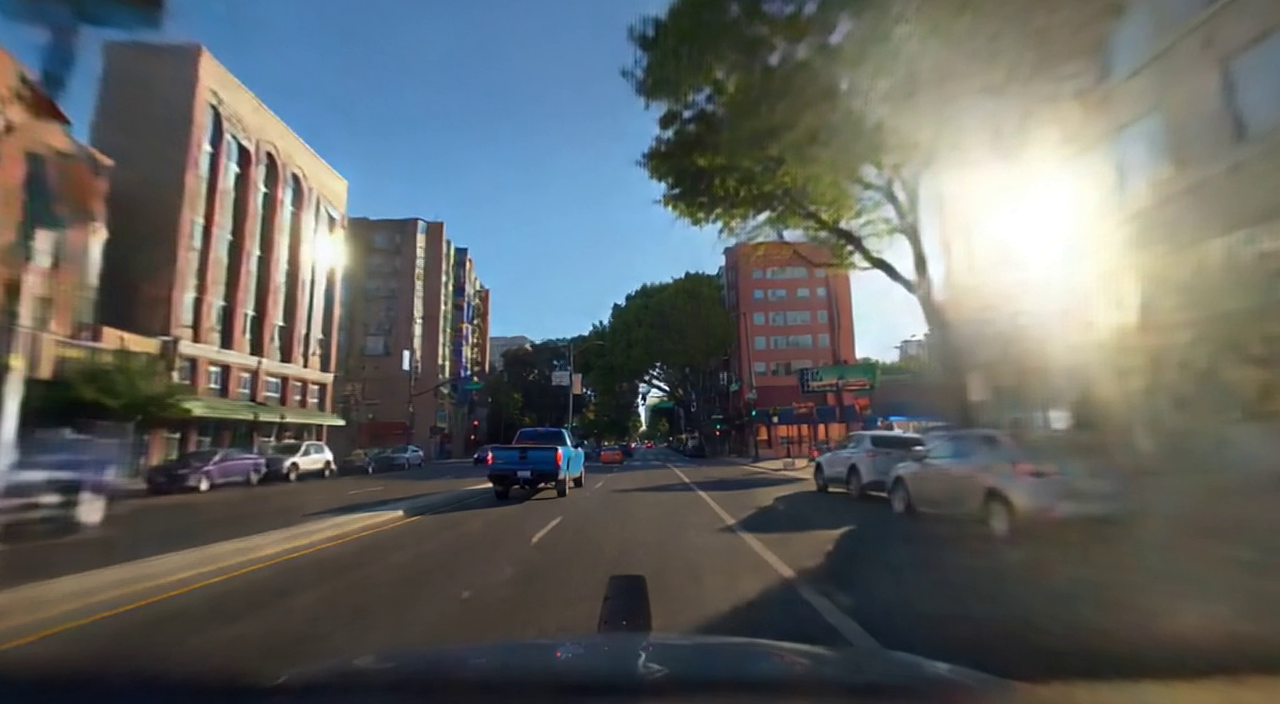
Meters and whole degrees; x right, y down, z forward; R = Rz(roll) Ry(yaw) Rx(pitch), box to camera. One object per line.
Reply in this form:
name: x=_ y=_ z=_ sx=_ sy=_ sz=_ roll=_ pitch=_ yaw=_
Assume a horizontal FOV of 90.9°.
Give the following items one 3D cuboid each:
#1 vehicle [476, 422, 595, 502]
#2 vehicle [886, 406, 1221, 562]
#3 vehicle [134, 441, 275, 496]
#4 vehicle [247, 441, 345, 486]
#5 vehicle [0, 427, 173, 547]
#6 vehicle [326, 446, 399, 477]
vehicle: x=-2.566 y=2.900 z=17.047 sx=2.197 sy=1.786 sz=5.365 roll=0 pitch=-9 yaw=1
vehicle: x=5.887 y=1.940 z=10.004 sx=2.043 sy=1.841 sz=4.842 roll=0 pitch=-9 yaw=1
vehicle: x=-16.113 y=4.288 z=23.711 sx=1.928 sy=1.824 sz=4.664 roll=0 pitch=-9 yaw=0
vehicle: x=-15.888 y=5.135 z=29.488 sx=1.948 sy=1.827 sz=4.730 roll=-2 pitch=-8 yaw=0
vehicle: x=-10.159 y=2.087 z=10.033 sx=2.013 sy=1.704 sz=4.364 roll=0 pitch=-9 yaw=1
vehicle: x=-15.949 y=6.298 z=36.558 sx=2.100 sy=1.596 sz=4.739 roll=-2 pitch=-9 yaw=0
